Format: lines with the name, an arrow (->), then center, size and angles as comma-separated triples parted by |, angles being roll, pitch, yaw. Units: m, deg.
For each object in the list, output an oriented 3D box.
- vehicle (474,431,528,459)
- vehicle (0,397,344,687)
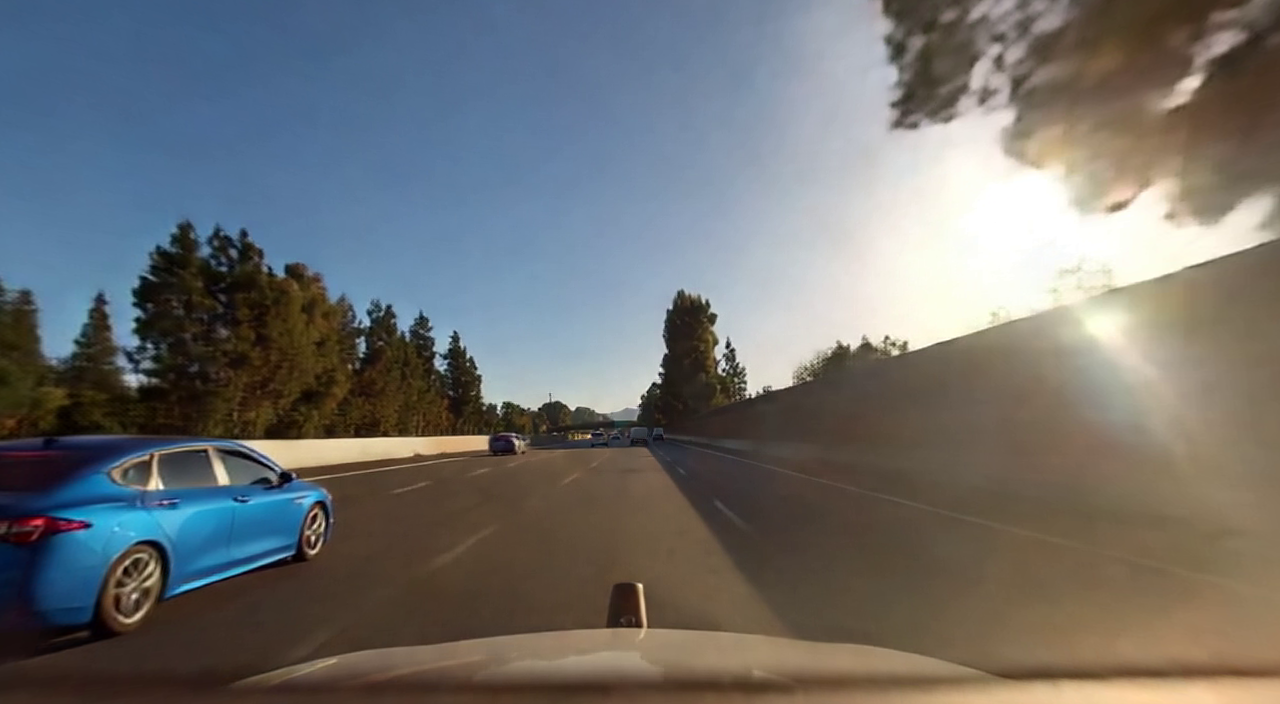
vehicle -> -8.167, 5.498, 37.404 | 2.053, 1.582, 4.878 | 0, -8, 1
vehicle -> -4.354, 1.221, 4.974 | 2.079, 1.500, 3.881 | 0, -8, 1
